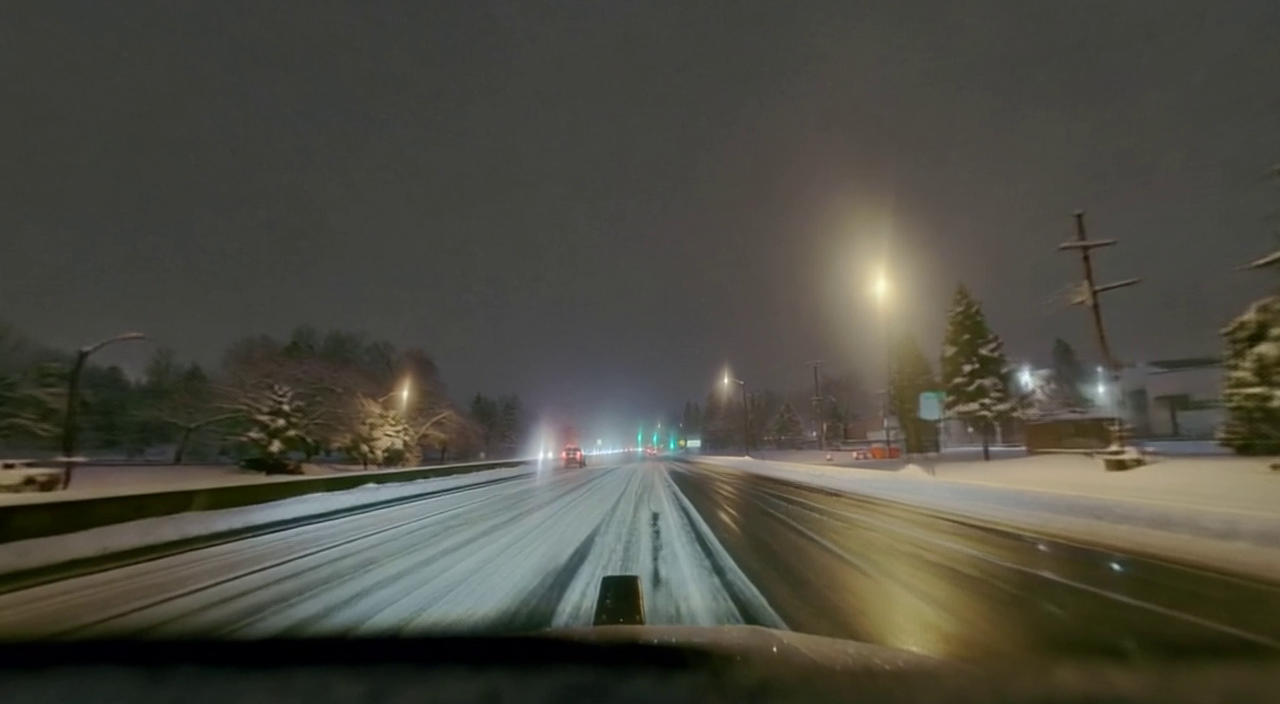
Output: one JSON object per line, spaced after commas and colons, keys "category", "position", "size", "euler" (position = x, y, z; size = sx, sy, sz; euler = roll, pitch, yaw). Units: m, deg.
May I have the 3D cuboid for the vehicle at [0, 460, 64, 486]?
{"category": "vehicle", "position": [-37.246, 7.233, 37.755], "size": [3.852, 1.492, 1.615], "euler": [-1, -9, 5]}
